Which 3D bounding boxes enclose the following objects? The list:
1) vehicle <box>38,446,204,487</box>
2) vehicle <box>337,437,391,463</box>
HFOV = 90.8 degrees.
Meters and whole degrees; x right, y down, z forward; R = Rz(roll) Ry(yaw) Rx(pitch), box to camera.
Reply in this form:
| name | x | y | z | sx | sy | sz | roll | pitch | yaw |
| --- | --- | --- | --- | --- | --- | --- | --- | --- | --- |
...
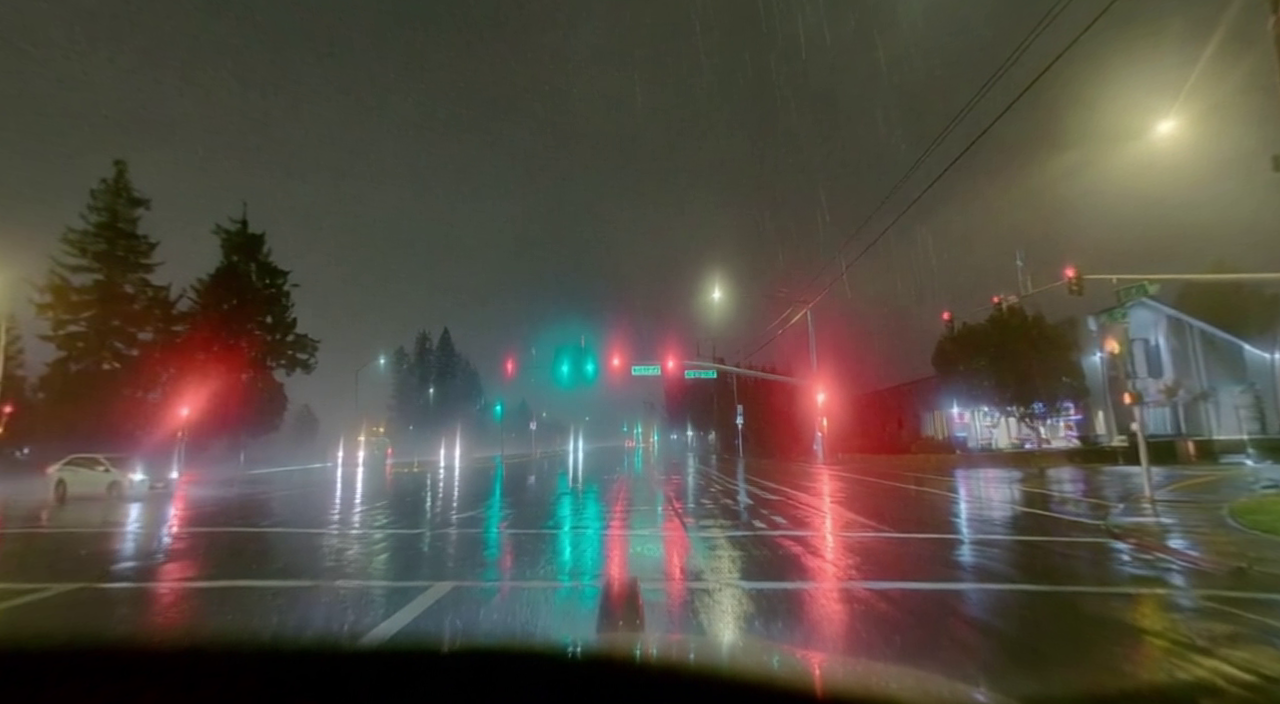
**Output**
| name | x | y | z | sx | sy | sz | roll | pitch | yaw |
| --- | --- | --- | --- | --- | --- | --- | --- | --- | --- |
| vehicle | -19.953 | 4.395 | 24.496 | 4.500 | 1.465 | 1.936 | 1 | -9 | -8 |
| vehicle | -21.592 | 7.712 | 49.695 | 2.093 | 1.891 | 4.774 | 0 | -8 | 0 |
